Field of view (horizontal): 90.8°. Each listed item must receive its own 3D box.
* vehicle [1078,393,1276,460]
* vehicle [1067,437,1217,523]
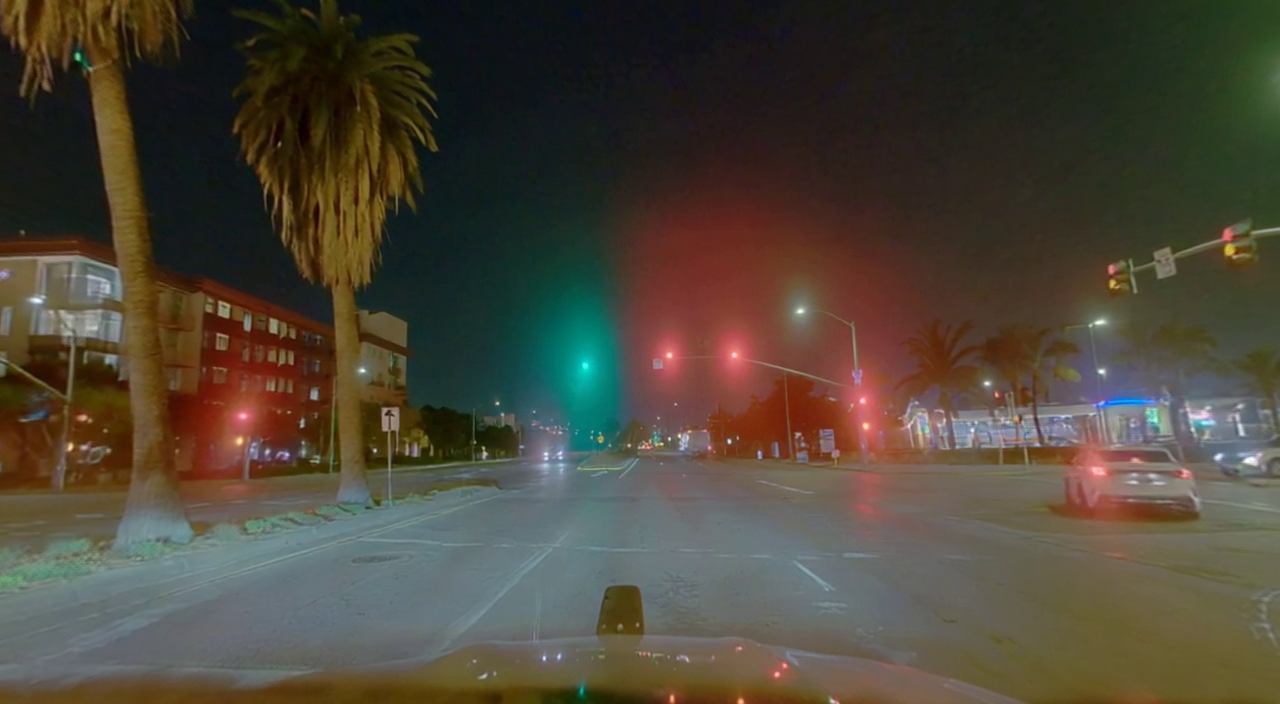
[{"bbox_3d":[32.628,4.722,39.330,2.863,3.609,10.252,0,-8,-3],"label":"vehicle"},{"bbox_3d":[10.450,2.610,13.520,2.003,1.475,4.520,-5,-10,33],"label":"vehicle"}]
